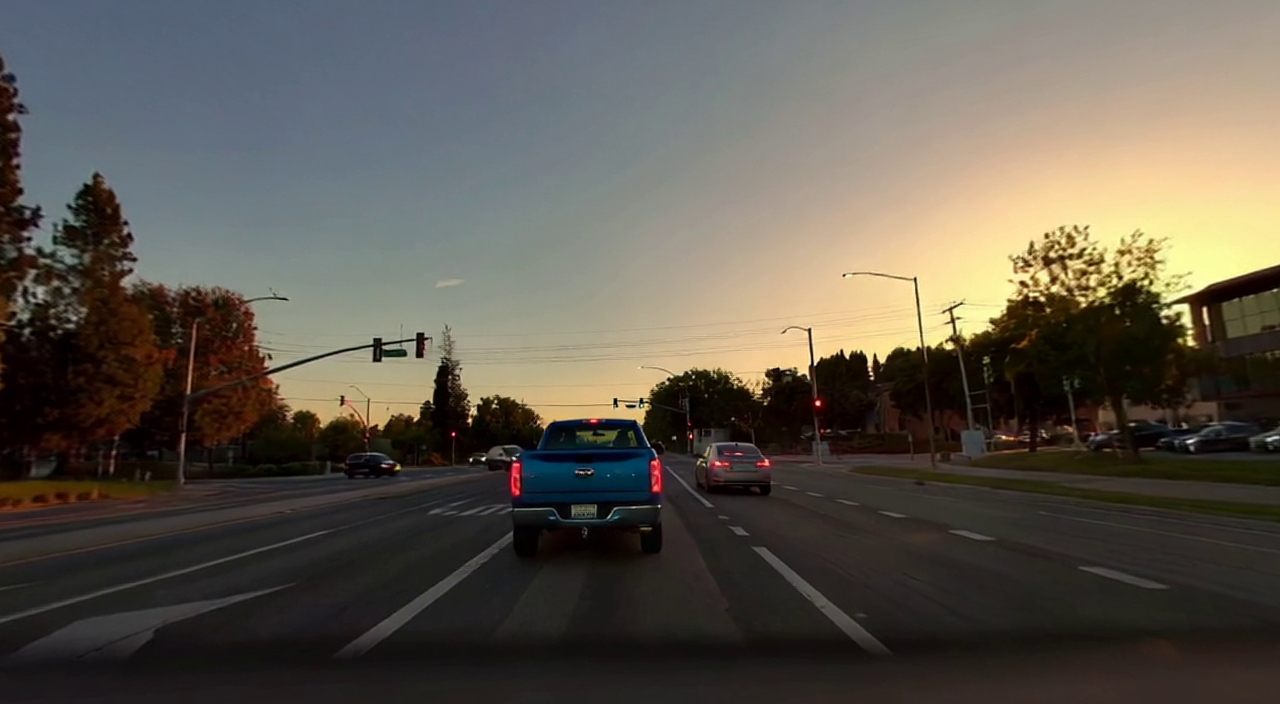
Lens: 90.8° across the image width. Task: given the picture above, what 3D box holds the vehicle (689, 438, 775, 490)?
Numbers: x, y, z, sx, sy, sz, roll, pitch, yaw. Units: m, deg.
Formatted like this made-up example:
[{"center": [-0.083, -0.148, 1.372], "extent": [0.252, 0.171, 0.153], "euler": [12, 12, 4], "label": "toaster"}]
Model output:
[{"center": [2.853, 3.604, 20.680], "extent": [2.073, 1.484, 4.437], "euler": [0, -8, -1], "label": "vehicle"}]

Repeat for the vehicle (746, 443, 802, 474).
[{"center": [6.961, 5.543, 33.126], "extent": [1.995, 1.528, 3.887], "euler": [0, -8, -1], "label": "vehicle"}]

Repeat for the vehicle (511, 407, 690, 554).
[{"center": [-0.470, 1.898, 10.041], "extent": [2.145, 1.762, 4.731], "euler": [0, -8, 0], "label": "vehicle"}]

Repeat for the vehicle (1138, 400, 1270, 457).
[{"center": [30.529, 4.227, 34.390], "extent": [2.892, 2.881, 4.178], "euler": [2, -9, -15], "label": "vehicle"}]
